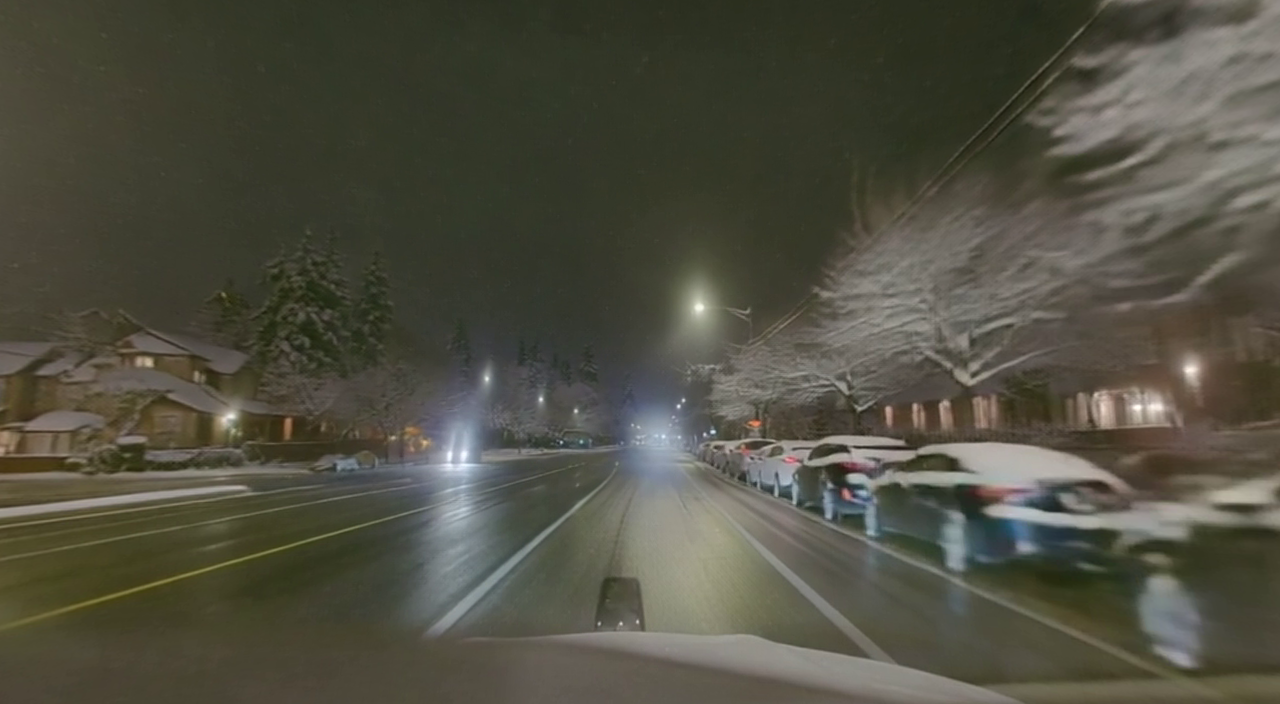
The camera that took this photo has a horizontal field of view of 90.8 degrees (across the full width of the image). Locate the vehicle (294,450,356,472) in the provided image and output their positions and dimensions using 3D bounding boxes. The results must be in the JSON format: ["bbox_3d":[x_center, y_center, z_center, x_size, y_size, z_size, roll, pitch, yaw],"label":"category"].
[{"bbox_3d":[-22.428,7.768,45.211,1.931,1.500,4.688,-1,-9,2],"label":"vehicle"}]

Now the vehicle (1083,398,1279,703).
[{"bbox_3d":[4.043,0.860,2.218,1.825,1.525,4.417,0,-9,1],"label":"vehicle"}]

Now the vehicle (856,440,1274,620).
[{"bbox_3d":[4.060,1.714,7.132,1.779,1.384,4.283,0,-9,1],"label":"vehicle"}]
